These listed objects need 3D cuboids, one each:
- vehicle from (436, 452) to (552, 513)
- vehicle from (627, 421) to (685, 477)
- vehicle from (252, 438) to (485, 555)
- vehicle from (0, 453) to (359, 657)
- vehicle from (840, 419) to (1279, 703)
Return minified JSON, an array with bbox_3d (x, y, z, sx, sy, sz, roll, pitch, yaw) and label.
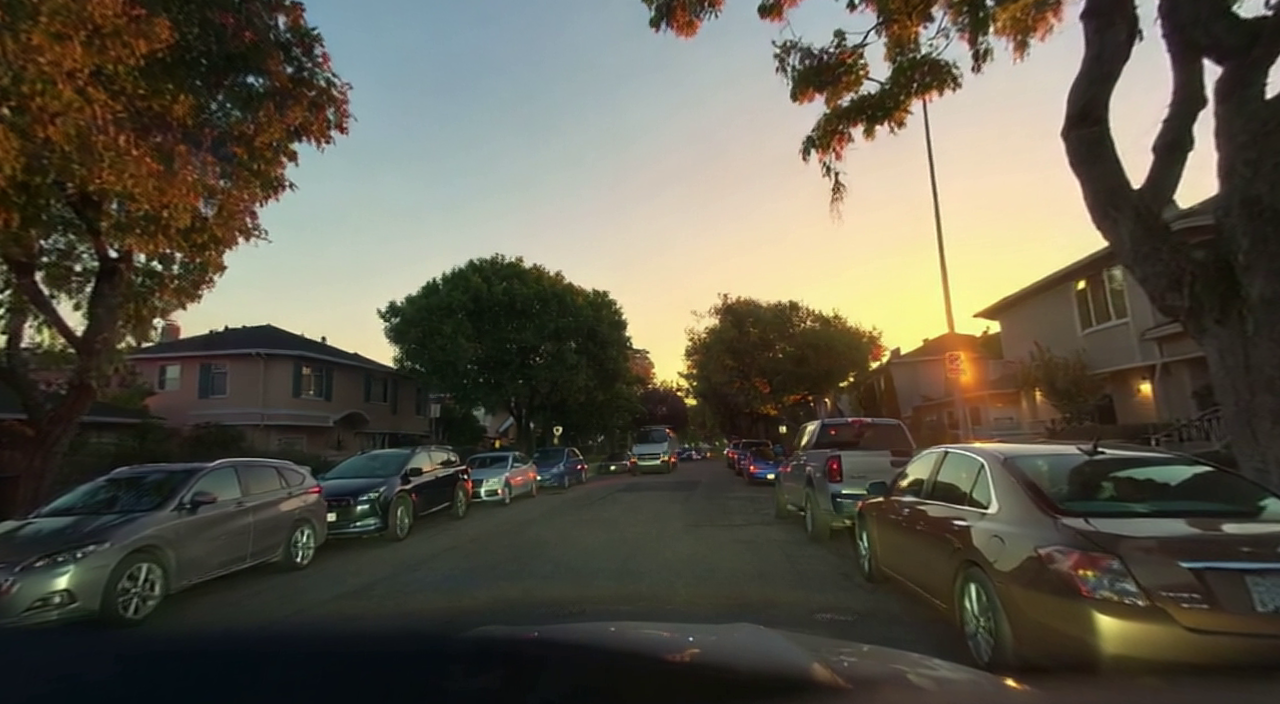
[{"bbox_3d":[-4.114,3.743,18.677,1.861,1.474,4.749,-1,-8,6],"label":"vehicle"},{"bbox_3d":[1.078,5.553,36.280,2.716,2.887,6.781,-1,-9,6],"label":"vehicle"},{"bbox_3d":[-4.904,2.644,12.496,2.203,1.815,4.972,-1,-8,3],"label":"vehicle"},{"bbox_3d":[-5.291,1.948,7.238,1.855,1.510,4.406,-1,-8,4],"label":"vehicle"},{"bbox_3d":[3.098,1.328,4.758,1.992,1.456,4.610,-1,-8,4],"label":"vehicle"}]
